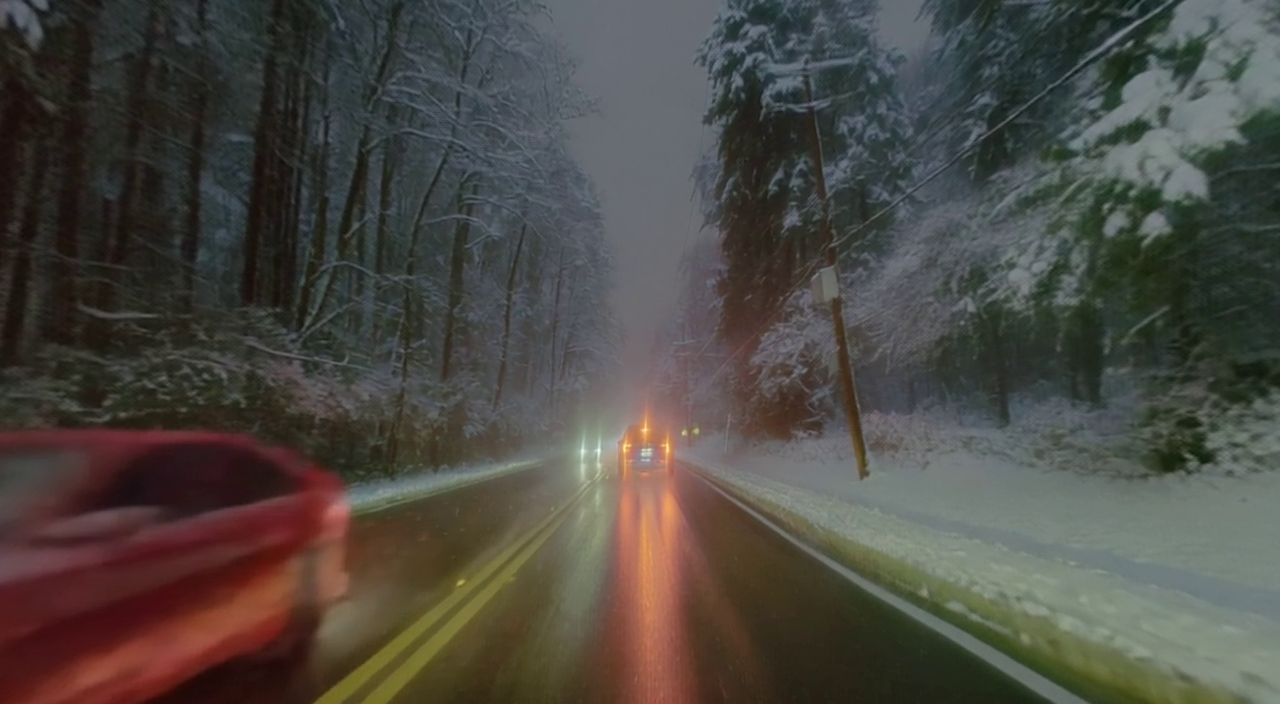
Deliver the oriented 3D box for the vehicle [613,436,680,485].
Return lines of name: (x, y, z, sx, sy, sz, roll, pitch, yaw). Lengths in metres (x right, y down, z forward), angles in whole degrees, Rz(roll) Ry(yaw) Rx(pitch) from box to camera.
vehicle: (0.189, 3.672, 21.627, 2.081, 1.503, 3.726, 0, -8, -1)
